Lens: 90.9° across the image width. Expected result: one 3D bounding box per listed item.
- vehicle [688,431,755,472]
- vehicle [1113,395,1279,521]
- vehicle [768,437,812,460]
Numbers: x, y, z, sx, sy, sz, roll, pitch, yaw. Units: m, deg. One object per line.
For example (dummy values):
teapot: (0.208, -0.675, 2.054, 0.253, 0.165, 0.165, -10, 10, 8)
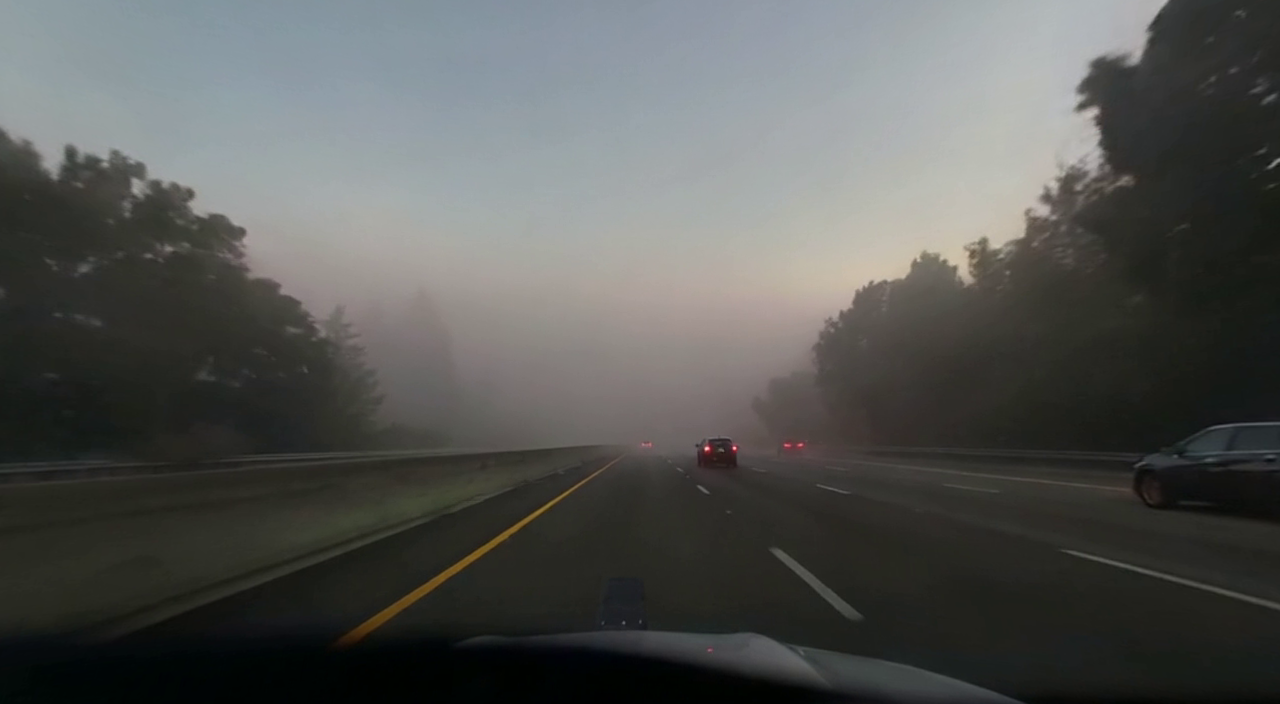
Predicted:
vehicle: (3.482, 4.388, 27.921, 2.326, 1.644, 4.206, -1, -8, -1)
vehicle: (10.280, 1.561, 9.379, 2.062, 1.809, 5.679, -1, -8, 0)
vehicle: (10.441, 6.729, 44.221, 1.970, 1.479, 4.480, -1, -8, -1)
